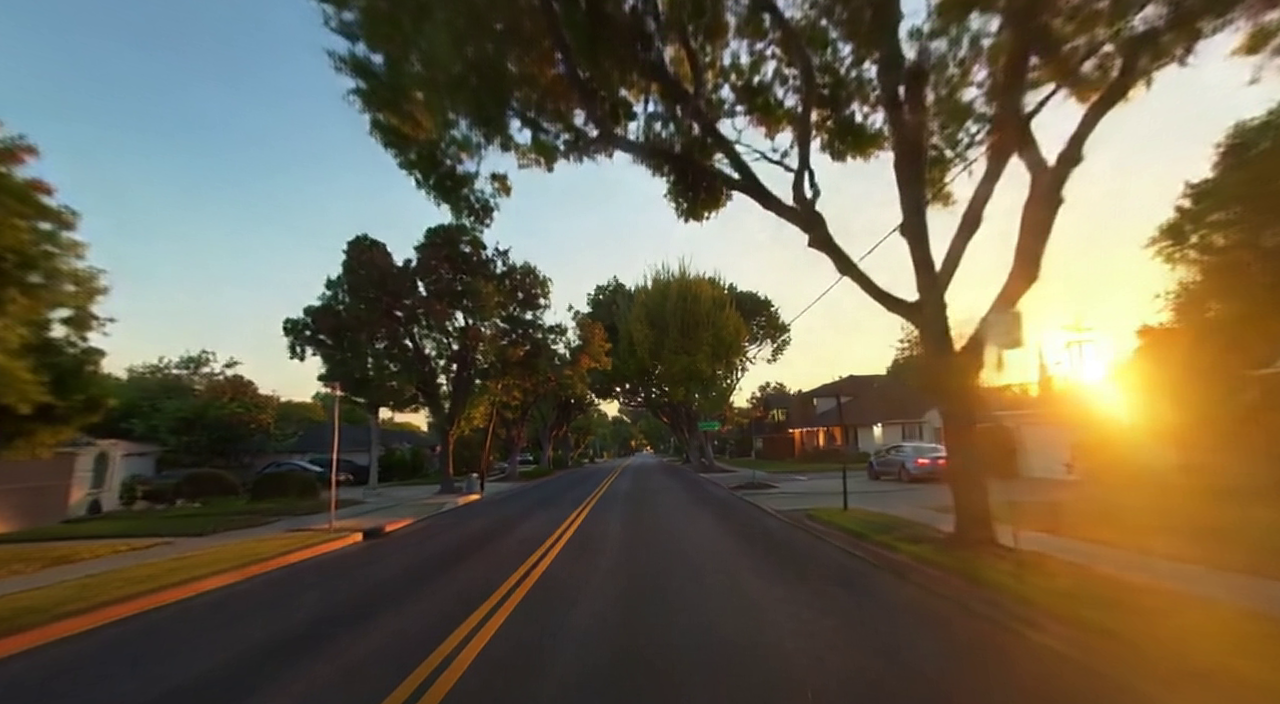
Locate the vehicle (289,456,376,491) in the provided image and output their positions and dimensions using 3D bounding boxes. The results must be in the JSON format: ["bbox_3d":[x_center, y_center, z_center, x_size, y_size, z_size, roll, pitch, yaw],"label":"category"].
[{"bbox_3d":[-14.928,5.896,30.912,1.830,1.495,4.641,0,-9,1],"label":"vehicle"}]

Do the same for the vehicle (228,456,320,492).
[{"bbox_3d":[-17.787,5.932,30.910,1.903,1.500,4.214,0,-8,1],"label":"vehicle"}]

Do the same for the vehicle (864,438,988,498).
[{"bbox_3d":[8.734,3.522,19.709,1.806,1.496,4.164,-1,-6,-1],"label":"vehicle"}]
